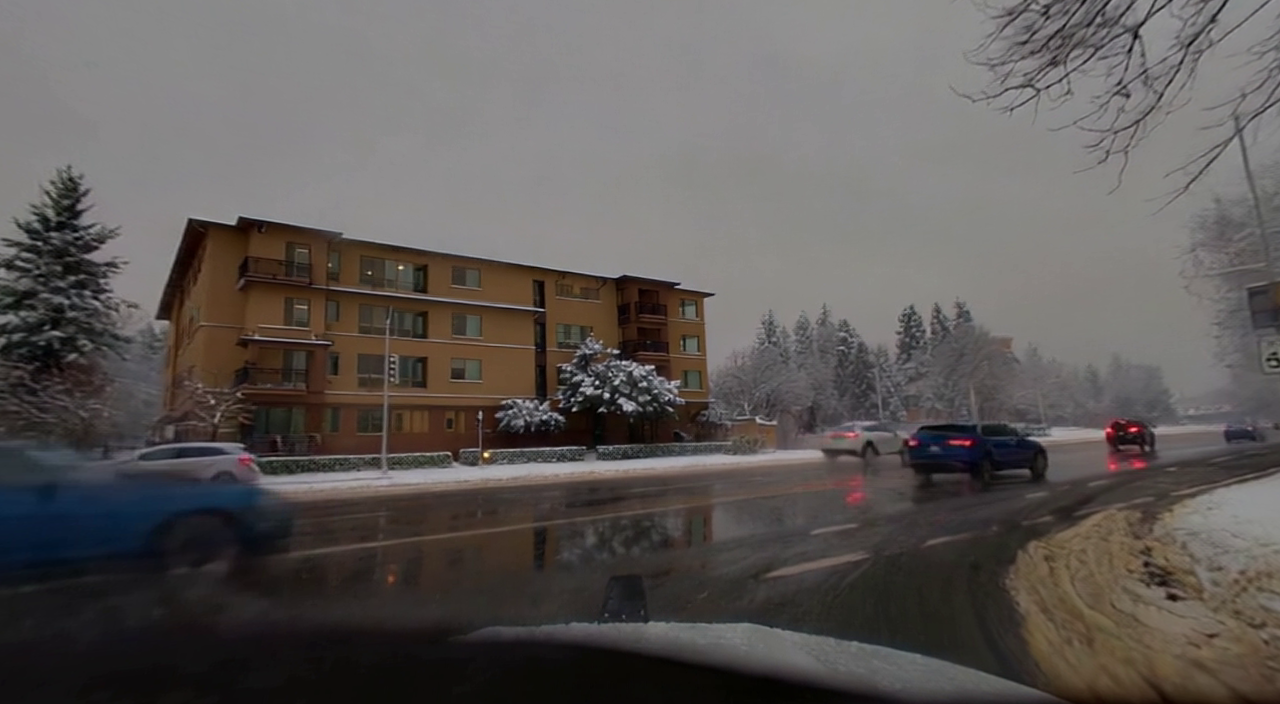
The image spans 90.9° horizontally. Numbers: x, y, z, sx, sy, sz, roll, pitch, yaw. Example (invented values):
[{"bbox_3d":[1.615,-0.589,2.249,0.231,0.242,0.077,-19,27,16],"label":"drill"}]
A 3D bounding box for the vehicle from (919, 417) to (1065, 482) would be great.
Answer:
[{"bbox_3d":[10.156,2.782,18.068,4.438,1.625,2.033,7,-11,-39],"label":"vehicle"}]

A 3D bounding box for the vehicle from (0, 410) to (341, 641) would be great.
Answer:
[{"bbox_3d":[-5.472,1.375,5.385,4.783,1.652,2.199,7,-11,-40],"label":"vehicle"}]

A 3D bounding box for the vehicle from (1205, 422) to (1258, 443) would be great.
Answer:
[{"bbox_3d":[41.739,5.702,44.446,4.521,1.433,1.943,7,-11,-39],"label":"vehicle"}]

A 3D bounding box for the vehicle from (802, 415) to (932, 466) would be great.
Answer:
[{"bbox_3d":[9.670,3.754,26.646,5.994,1.898,2.264,7,-11,-38],"label":"vehicle"}]

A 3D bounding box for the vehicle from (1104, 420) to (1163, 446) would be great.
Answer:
[{"bbox_3d":[33.486,5.543,42.705,4.683,1.678,1.981,7,-11,-38],"label":"vehicle"}]

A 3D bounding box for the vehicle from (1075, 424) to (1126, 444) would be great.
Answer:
[{"bbox_3d":[35.560,6.353,48.600,4.691,1.478,1.908,7,-11,-39],"label":"vehicle"}]
